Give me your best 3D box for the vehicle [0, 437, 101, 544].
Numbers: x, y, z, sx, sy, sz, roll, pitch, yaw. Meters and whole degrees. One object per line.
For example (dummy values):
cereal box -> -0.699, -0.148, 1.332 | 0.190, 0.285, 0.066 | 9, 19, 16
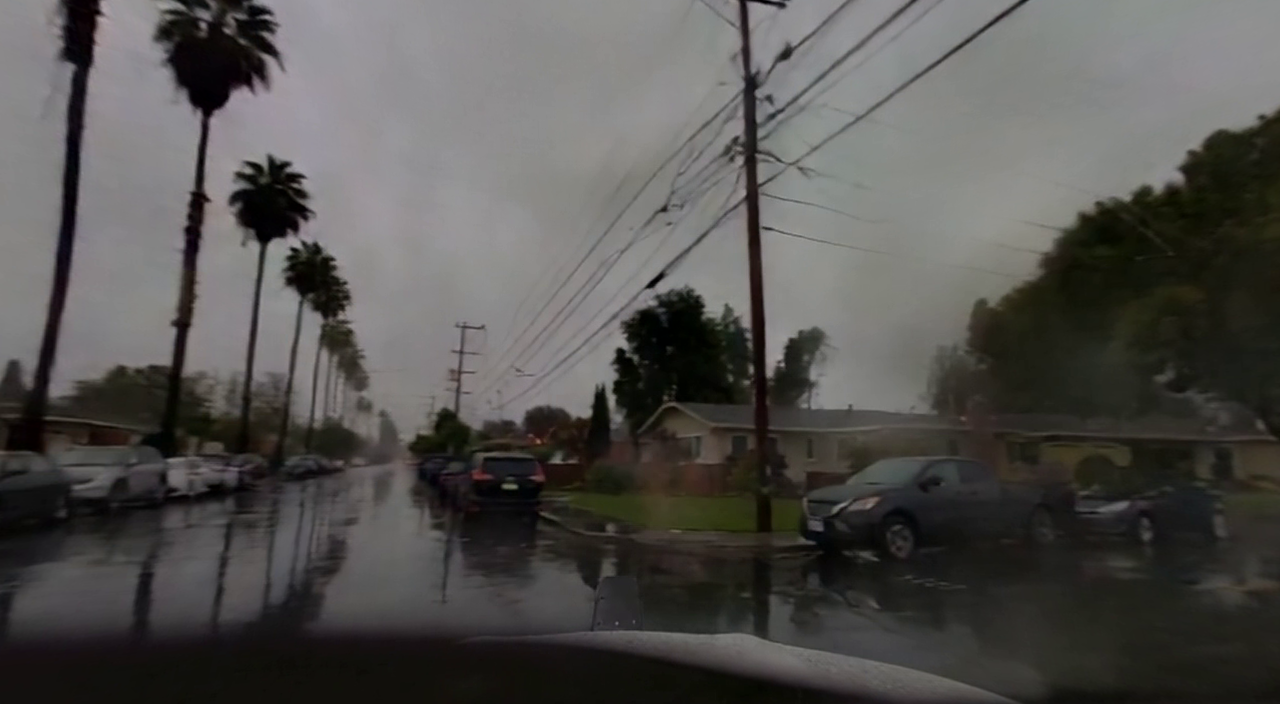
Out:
vehicle -> -12.106, 2.441, 11.481 | 2.198, 1.724, 4.493 | 4, -10, -24

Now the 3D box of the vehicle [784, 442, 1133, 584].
vehicle -> 5.958, 2.768, 11.834 | 5.971, 1.967, 2.385 | 2, -9, -23

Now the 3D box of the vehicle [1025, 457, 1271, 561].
vehicle -> 11.148, 3.310, 13.936 | 4.436, 1.756, 2.150 | 2, -8, -21

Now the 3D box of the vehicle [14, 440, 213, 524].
vehicle -> -14.482, 3.535, 18.009 | 2.301, 1.939, 6.143 | 3, -9, -20

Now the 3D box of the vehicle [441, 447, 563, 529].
vehicle -> -4.128, 3.673, 17.985 | 2.505, 1.895, 5.805 | 3, -9, -20

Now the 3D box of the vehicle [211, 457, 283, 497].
vehicle -> -20.424, 6.456, 33.087 | 2.178, 1.865, 4.658 | 3, -9, -20
